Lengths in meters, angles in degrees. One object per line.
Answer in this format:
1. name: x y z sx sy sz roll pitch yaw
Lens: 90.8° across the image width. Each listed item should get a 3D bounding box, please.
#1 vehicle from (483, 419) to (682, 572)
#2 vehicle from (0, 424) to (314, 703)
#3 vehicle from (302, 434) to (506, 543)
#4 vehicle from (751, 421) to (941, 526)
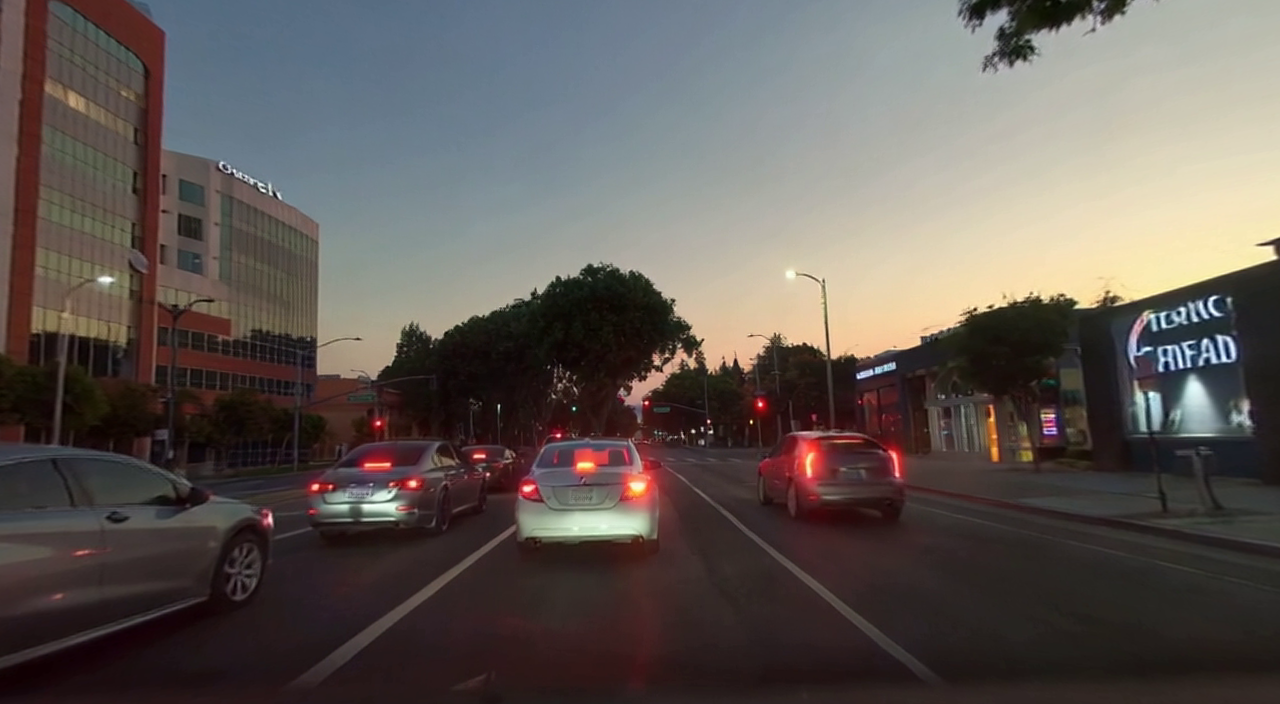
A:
1. vehicle: -0.618 1.772 8.532 2.042 1.555 3.912 0 -9 -1
2. vehicle: -4.129 1.186 3.710 2.020 1.457 4.496 0 -9 0
3. vehicle: -3.733 2.217 10.933 1.950 1.487 4.130 0 -9 0
4. vehicle: 3.670 2.260 12.285 2.097 1.651 4.300 0 -9 -2
